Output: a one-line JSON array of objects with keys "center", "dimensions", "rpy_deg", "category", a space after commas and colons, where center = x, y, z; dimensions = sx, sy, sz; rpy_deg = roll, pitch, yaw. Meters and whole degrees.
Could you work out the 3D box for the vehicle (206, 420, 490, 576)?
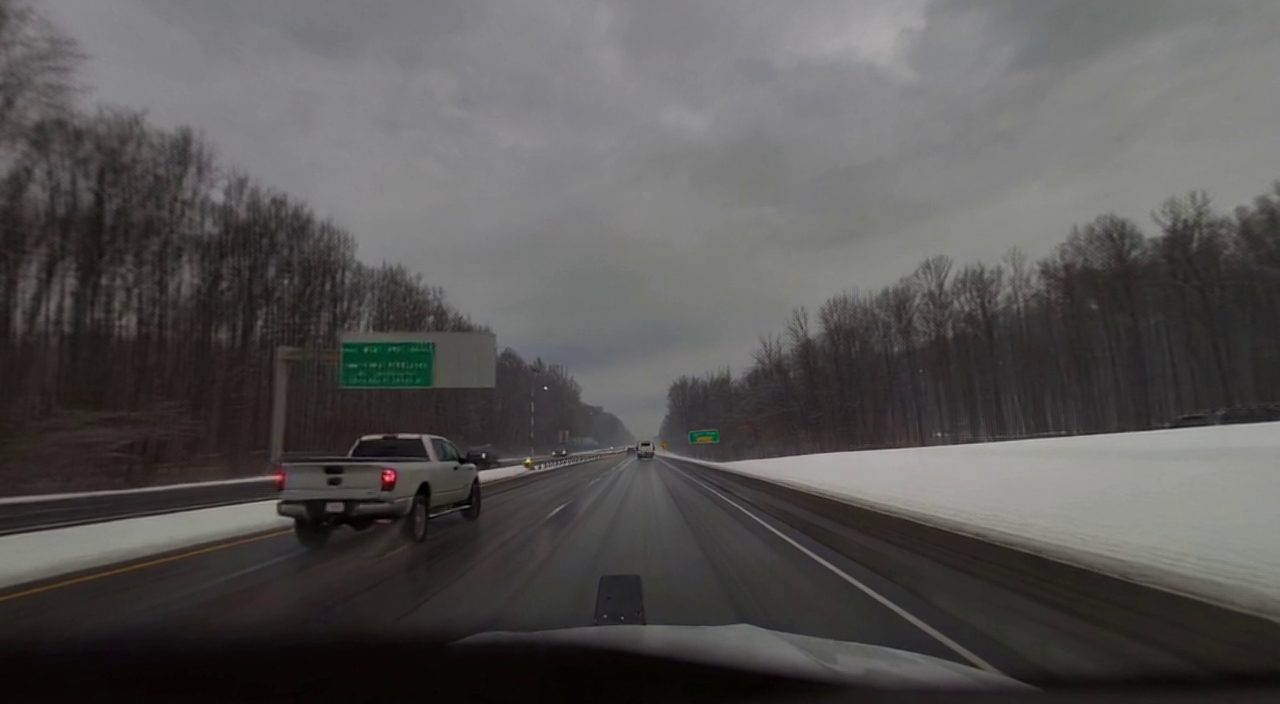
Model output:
[{"center": [-3.594, 1.863, 8.766], "dimensions": [2.009, 1.638, 3.968], "rpy_deg": [0, -9, 0], "category": "vehicle"}]
